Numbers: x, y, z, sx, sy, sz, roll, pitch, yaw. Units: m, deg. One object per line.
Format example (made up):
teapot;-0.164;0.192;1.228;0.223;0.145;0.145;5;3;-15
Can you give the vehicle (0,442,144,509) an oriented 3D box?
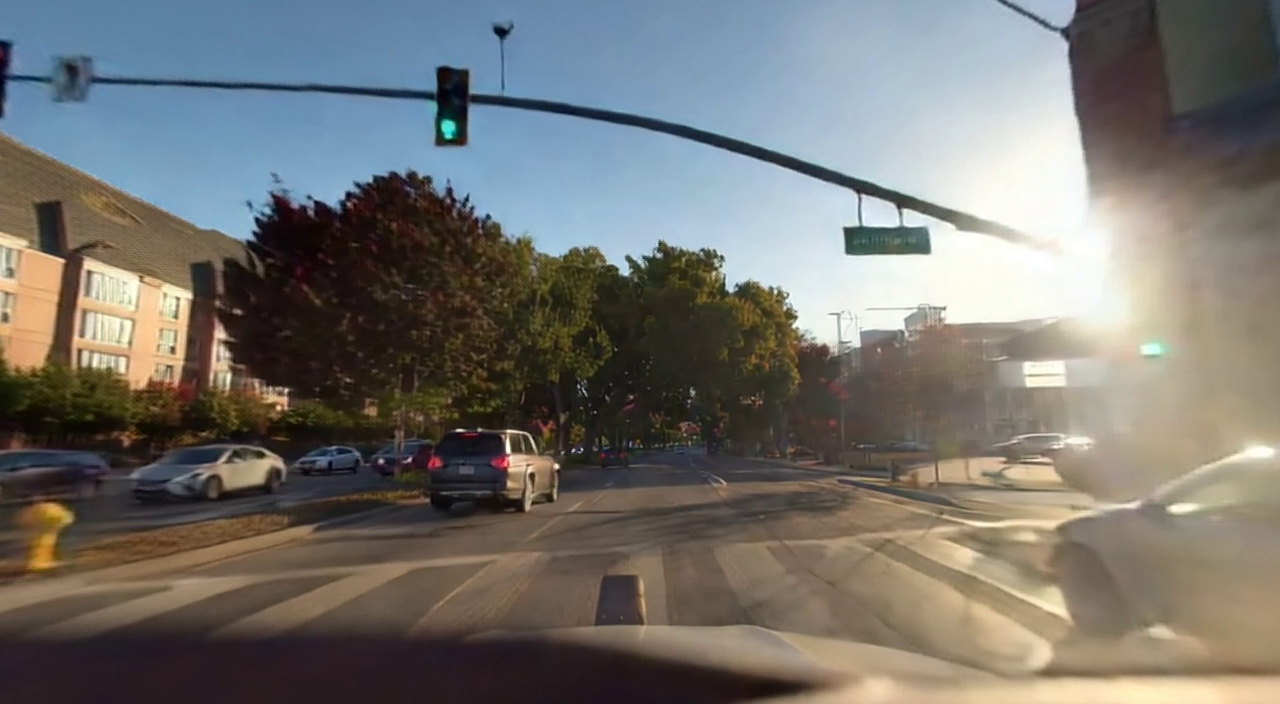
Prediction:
vehicle;-15.090;2.955;15.419;2.079;1.464;4.574;-1;-9;3

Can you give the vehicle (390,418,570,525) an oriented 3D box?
vehicle;-3.058;2.445;13.477;2.305;1.833;4.912;-1;-9;3

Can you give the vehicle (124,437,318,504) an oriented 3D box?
vehicle;-11.664;3.312;18.126;2.150;1.627;4.737;-1;-8;3

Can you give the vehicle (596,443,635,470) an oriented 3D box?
vehicle;-1.502;6.620;40.257;1.976;1.571;4.649;-1;-9;4

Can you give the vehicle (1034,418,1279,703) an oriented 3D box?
vehicle;4.083;1.013;2.743;1.960;1.471;4.378;0;-8;1
